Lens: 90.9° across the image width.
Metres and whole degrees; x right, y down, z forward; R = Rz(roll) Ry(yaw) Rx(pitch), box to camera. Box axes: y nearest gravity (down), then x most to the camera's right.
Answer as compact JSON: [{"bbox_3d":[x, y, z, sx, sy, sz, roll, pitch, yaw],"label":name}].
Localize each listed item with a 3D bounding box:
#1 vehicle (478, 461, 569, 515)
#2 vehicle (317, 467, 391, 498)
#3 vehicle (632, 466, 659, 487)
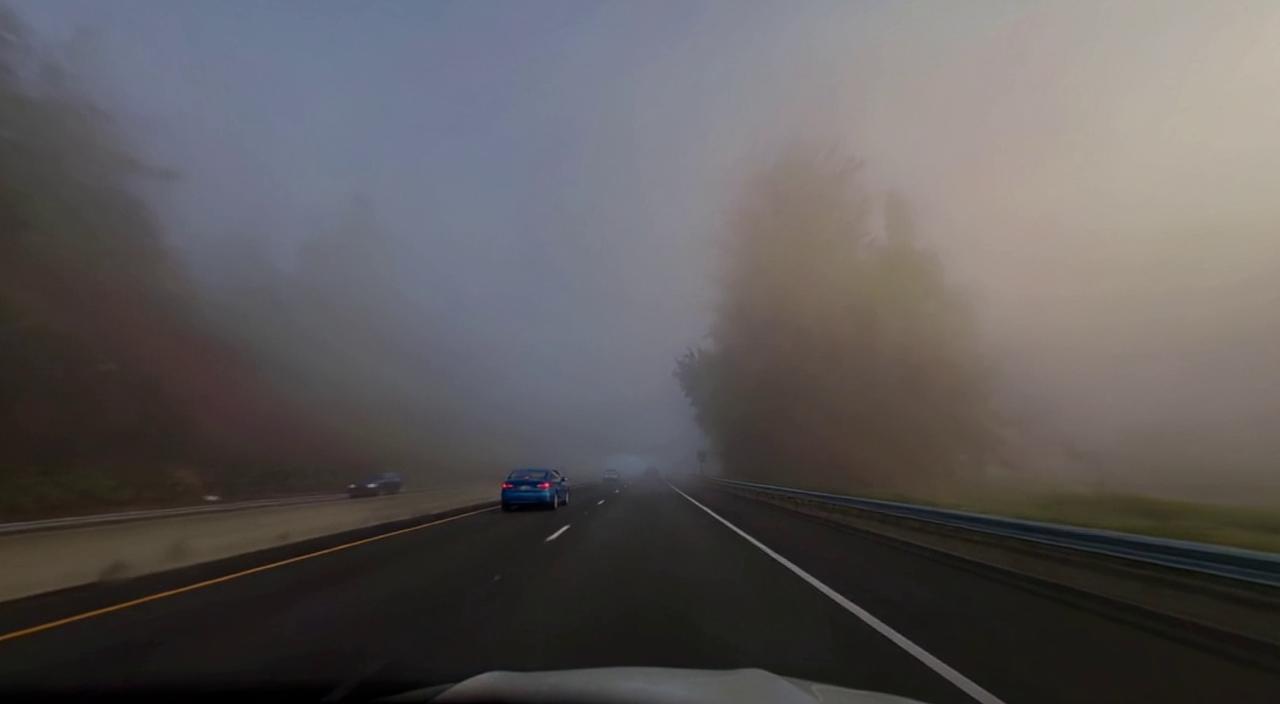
[{"bbox_3d":[-3.623,4.355,20.478,2.047,1.523,4.279,0,-11,1],"label":"vehicle"},{"bbox_3d":[-15.856,7.256,35.246,1.906,1.521,4.727,1,-11,0],"label":"vehicle"},{"bbox_3d":[0.449,9.840,49.850,2.065,1.596,3.869,1,-11,1],"label":"vehicle"}]
